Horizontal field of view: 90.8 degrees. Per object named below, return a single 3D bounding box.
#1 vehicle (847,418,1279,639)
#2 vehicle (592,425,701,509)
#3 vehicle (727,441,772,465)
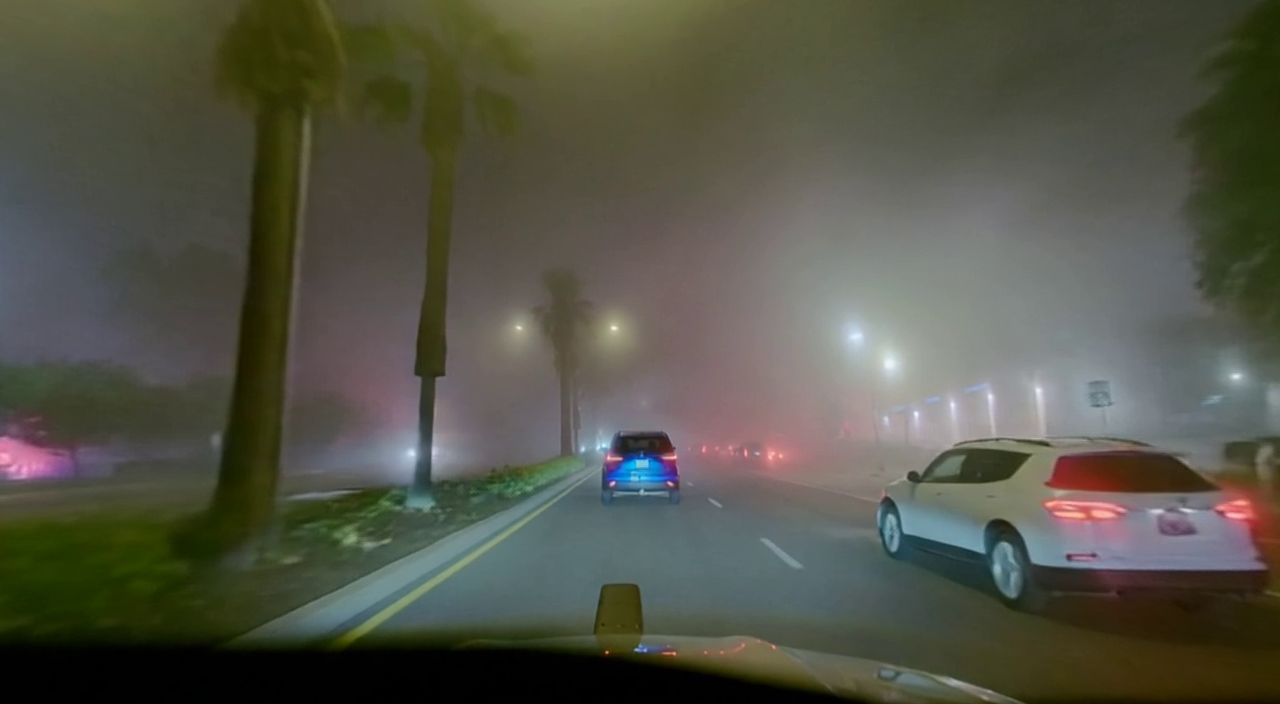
[{"bbox_3d":[3.935,1.528,6.615,1.941,1.472,4.570,0,-8,-1],"label":"vehicle"},{"bbox_3d":[0.104,2.680,15.176,2.239,1.693,4.301,0,-8,-1],"label":"vehicle"},{"bbox_3d":[6.841,6.349,39.919,1.930,1.457,4.267,0,-8,-2],"label":"vehicle"}]
